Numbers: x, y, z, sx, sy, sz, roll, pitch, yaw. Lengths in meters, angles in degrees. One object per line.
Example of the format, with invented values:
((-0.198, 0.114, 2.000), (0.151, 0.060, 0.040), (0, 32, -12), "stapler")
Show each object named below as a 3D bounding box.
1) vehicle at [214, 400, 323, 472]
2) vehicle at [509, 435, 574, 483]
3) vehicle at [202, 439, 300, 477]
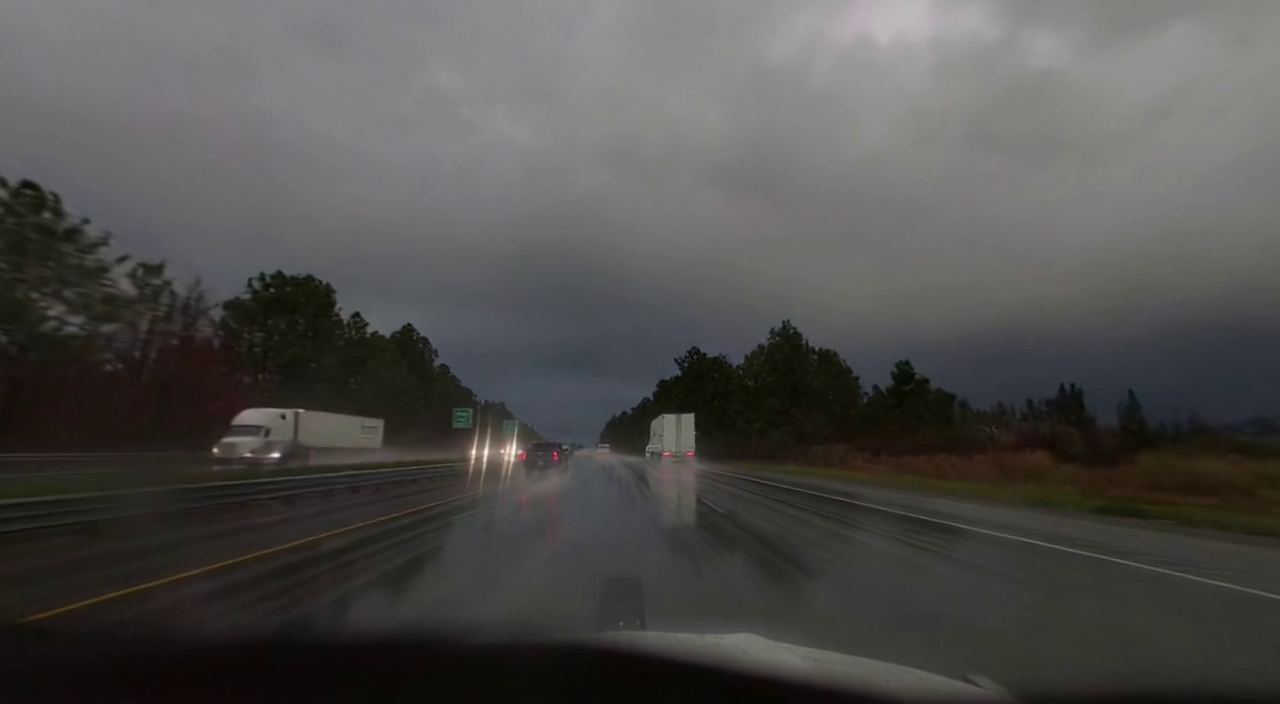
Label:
((-22.173, 5.104, 38.093), (2.994, 3.966, 5.892), (0, -9, -3), "vehicle")
((-4.302, 4.769, 28.421), (2.337, 1.942, 4.984), (0, -9, -2), "vehicle")
((-17.596, 4.817, 28.807), (1.895, 1.582, 4.155), (0, -9, -2), "vehicle")
